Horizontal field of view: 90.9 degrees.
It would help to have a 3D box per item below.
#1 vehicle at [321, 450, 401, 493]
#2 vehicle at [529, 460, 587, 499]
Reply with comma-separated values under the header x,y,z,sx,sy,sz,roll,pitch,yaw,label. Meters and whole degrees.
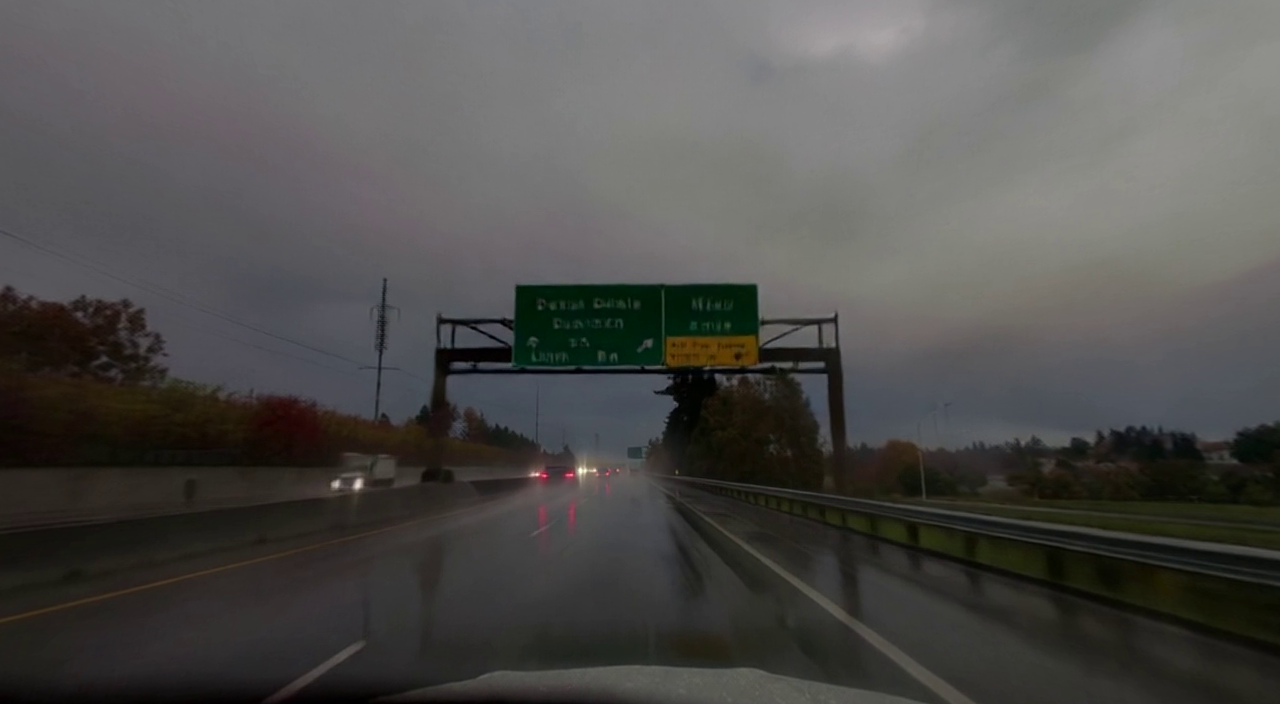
x,y,z,sx,sy,sz,roll,pitch,yaw,label
-18.088,7.839,41.331,2.348,2.530,6.058,0,-11,0,vehicle
-4.247,6.739,33.546,2.254,1.809,5.839,1,-11,0,vehicle
